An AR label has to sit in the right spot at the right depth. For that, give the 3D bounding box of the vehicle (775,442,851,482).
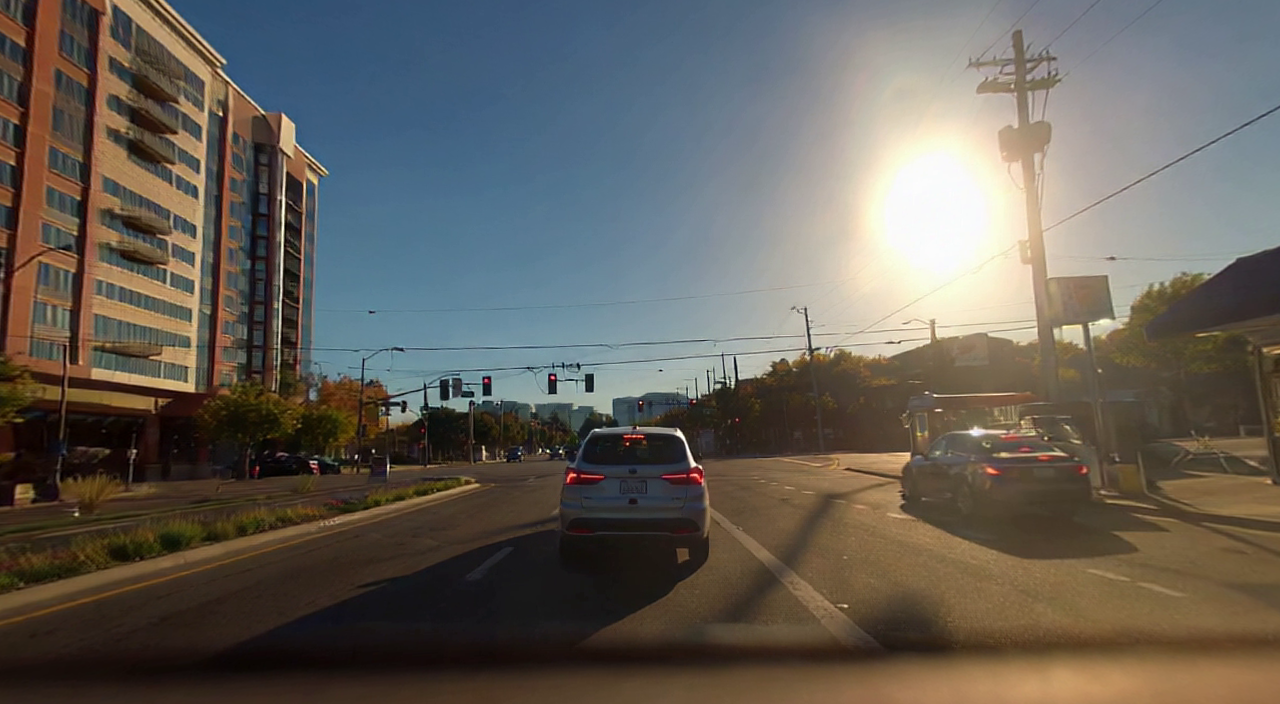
[{"bbox_3d":[6.867,4.398,25.408,1.833,1.452,4.237,0,-9,0],"label":"vehicle"}]

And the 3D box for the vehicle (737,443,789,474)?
[{"bbox_3d":[6.275,5.455,32.632,1.961,1.477,4.454,0,-9,2],"label":"vehicle"}]

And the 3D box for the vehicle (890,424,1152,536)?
[{"bbox_3d":[6.640,2.268,11.791,2.072,1.652,4.611,0,-9,1],"label":"vehicle"}]

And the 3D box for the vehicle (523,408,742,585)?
[{"bbox_3d":[-0.057,1.690,8.115,2.115,1.700,3.901,0,-9,1],"label":"vehicle"}]
